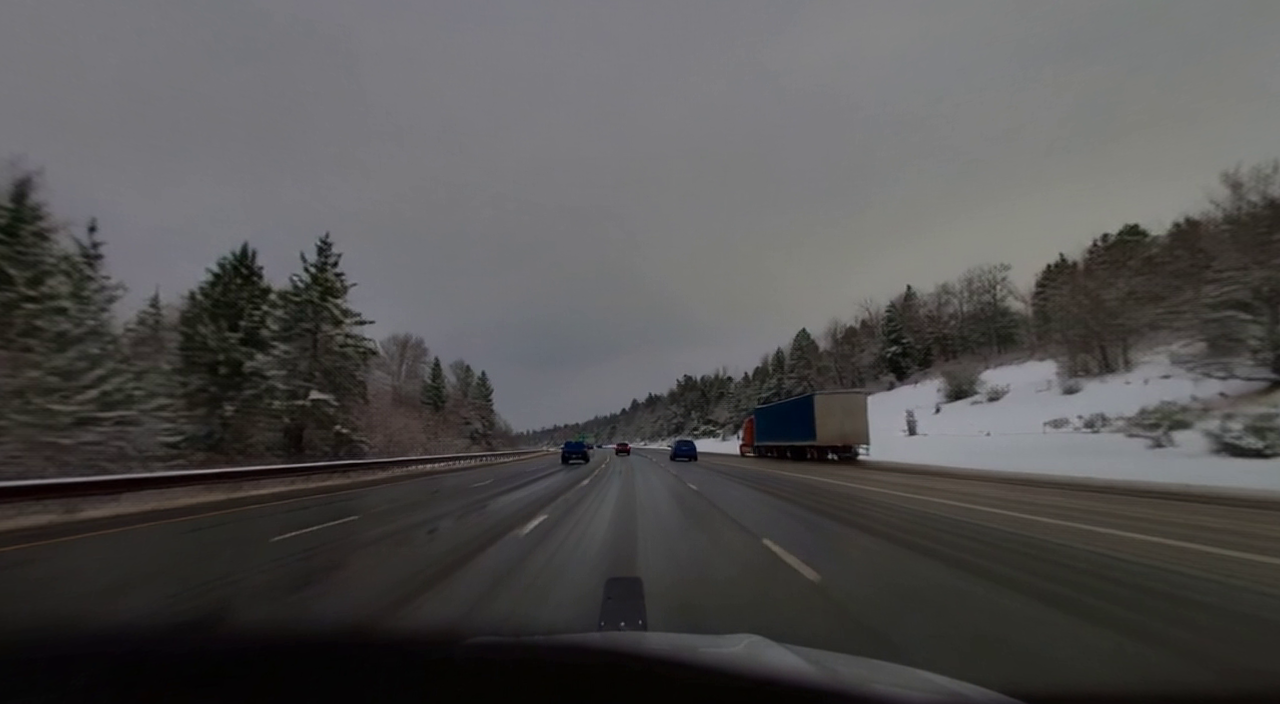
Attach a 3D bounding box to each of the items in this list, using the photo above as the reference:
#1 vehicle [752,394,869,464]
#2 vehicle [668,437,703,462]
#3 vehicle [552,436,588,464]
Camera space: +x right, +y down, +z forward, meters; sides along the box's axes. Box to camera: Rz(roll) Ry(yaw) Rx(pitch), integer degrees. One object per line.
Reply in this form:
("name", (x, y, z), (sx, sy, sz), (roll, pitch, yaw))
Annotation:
("vehicle", (11.554, 5.721, 45.604), (2.953, 4.129, 16.568), (0, -8, -3))
("vehicle", (3.182, 6.923, 44.862), (1.995, 1.712, 4.206), (0, -8, -3))
("vehicle", (-4.945, 6.988, 45.252), (2.120, 1.855, 4.619), (0, -8, -1))
